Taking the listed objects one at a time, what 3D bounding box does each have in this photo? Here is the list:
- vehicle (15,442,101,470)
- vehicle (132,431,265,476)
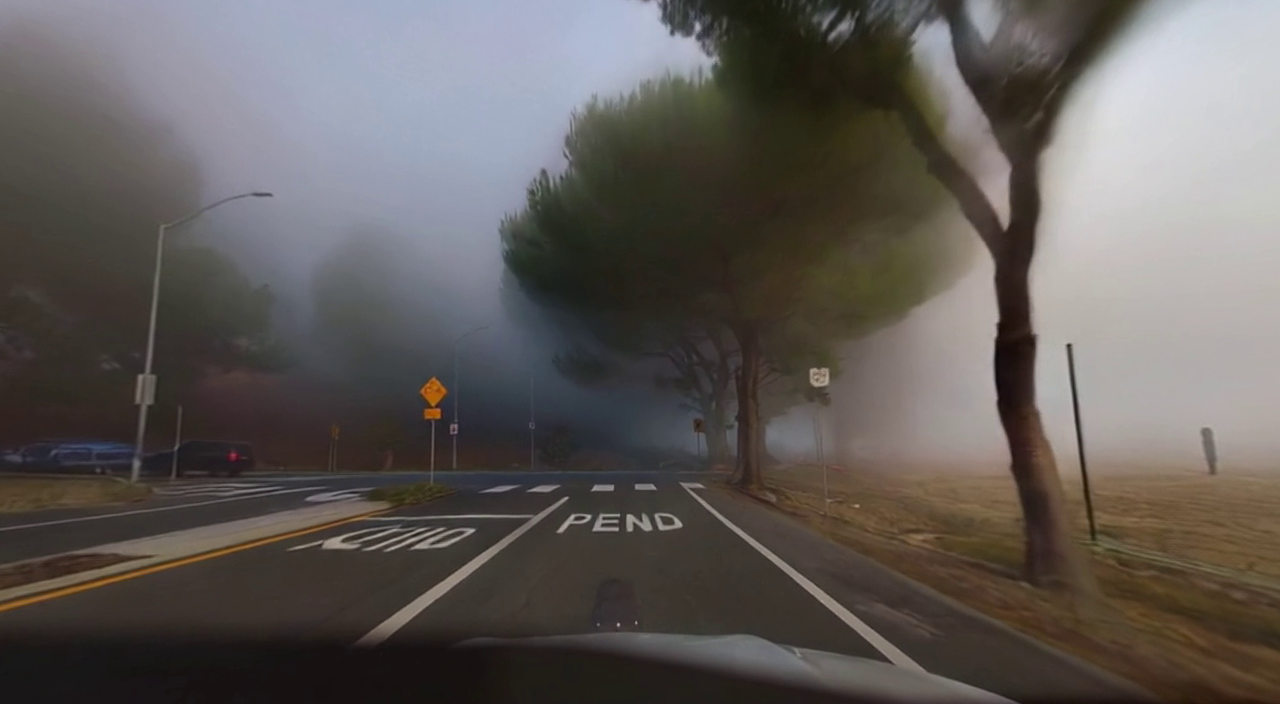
[{"bbox_3d":[-33.473,5.960,36.304,1.601,1.494,3.449,-1,-9,1],"label":"vehicle"},{"bbox_3d":[-20.562,4.741,29.517,4.529,1.976,2.002,1,-9,-8],"label":"vehicle"}]
